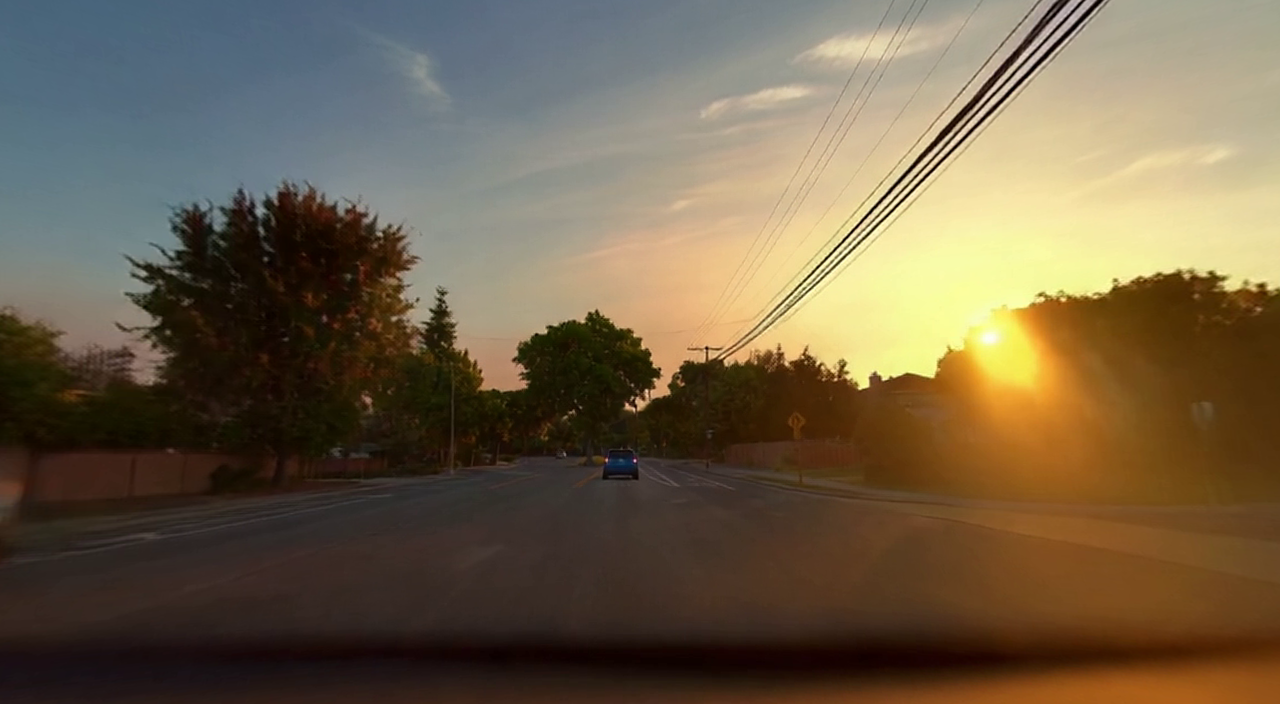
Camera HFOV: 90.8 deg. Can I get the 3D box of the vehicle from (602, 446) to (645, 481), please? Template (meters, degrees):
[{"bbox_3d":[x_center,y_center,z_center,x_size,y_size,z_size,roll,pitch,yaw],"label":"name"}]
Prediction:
[{"bbox_3d":[-0.894,5.768,33.062,2.139,1.699,3.916,0,-8,-2],"label":"vehicle"}]
